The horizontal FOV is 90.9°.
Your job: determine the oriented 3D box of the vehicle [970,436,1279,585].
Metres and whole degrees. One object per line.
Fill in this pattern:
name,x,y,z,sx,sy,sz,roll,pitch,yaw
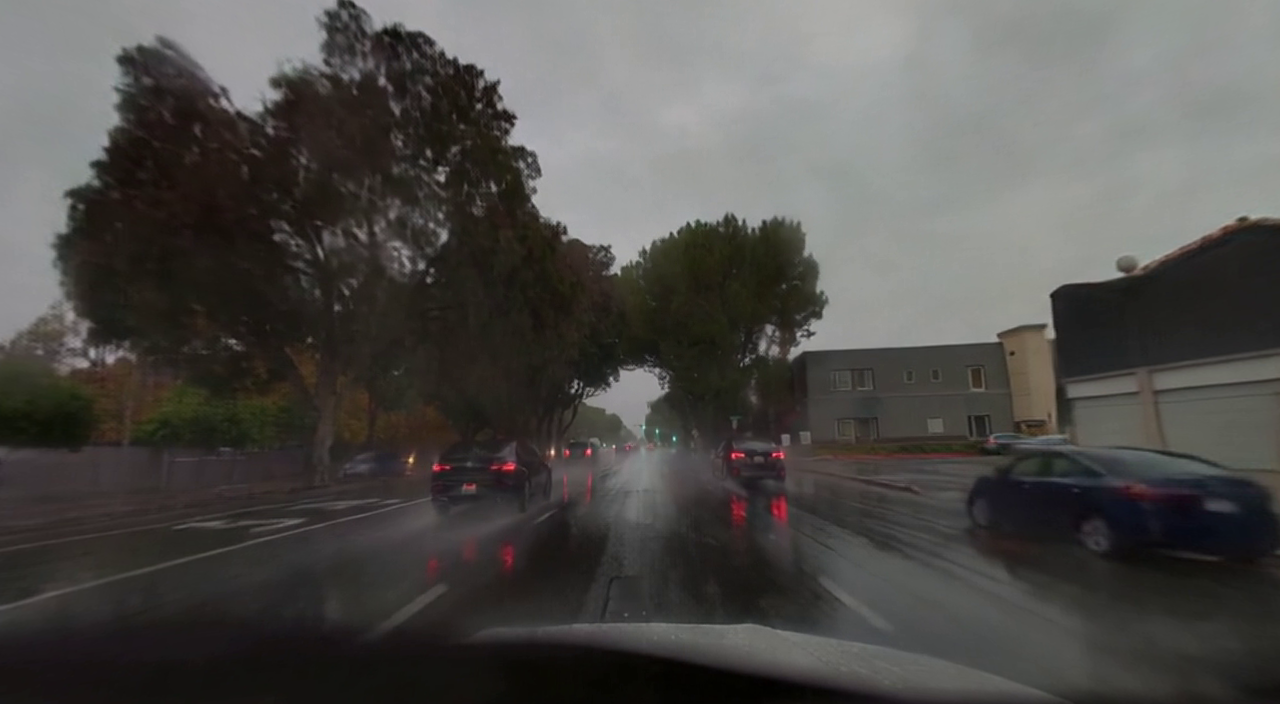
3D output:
vehicle,6.465,1.860,8.313,1.912,1.433,4.265,0,-8,0

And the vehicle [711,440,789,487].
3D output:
vehicle,3.799,3.913,22.512,2.010,1.486,4.498,0,-8,0

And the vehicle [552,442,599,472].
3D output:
vehicle,-3.459,5.748,34.691,1.988,1.497,4.404,0,-8,2

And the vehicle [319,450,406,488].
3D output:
vehicle,-12.253,5.151,28.187,1.868,1.522,4.326,0,-8,1

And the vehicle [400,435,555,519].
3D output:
vehicle,-3.221,2.573,13.564,2.053,1.480,4.381,0,-8,2
